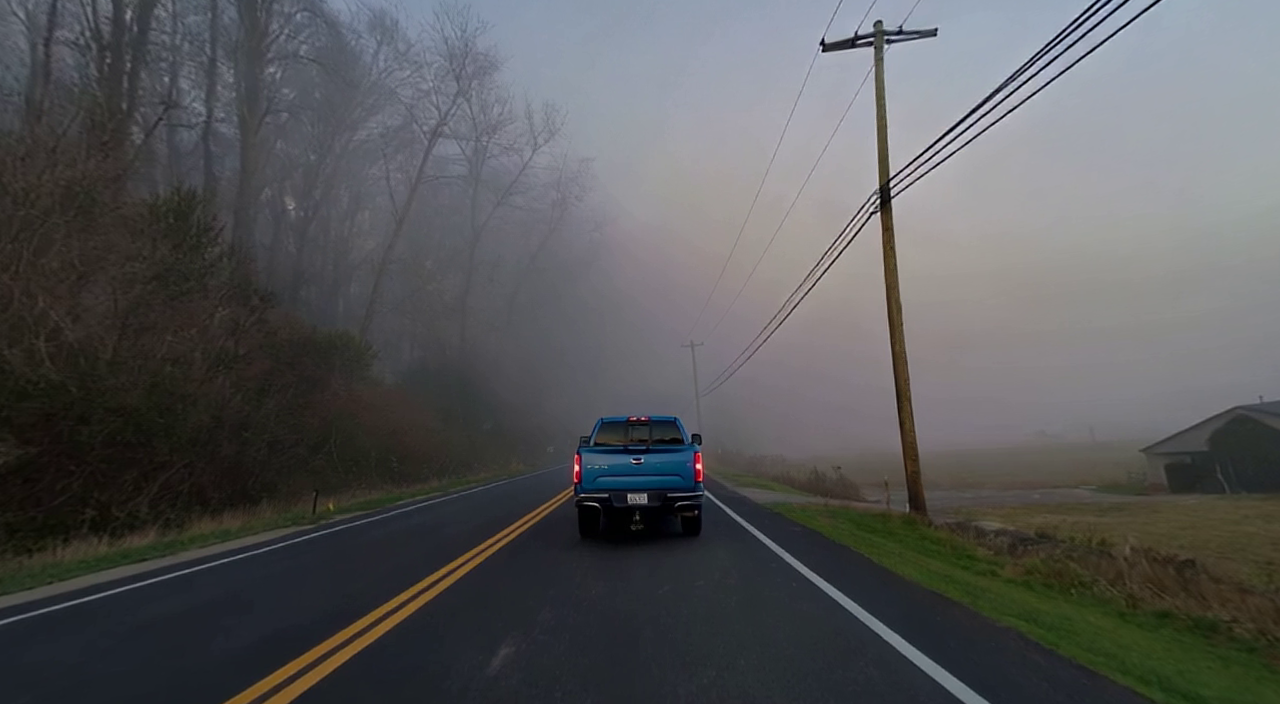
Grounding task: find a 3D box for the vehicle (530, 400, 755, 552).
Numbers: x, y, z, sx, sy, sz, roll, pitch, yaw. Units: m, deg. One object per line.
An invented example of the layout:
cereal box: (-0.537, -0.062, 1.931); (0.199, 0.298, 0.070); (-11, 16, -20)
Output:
vehicle: (-0.013, 1.967, 10.833); (2.774, 1.861, 5.885); (0, -8, -1)
